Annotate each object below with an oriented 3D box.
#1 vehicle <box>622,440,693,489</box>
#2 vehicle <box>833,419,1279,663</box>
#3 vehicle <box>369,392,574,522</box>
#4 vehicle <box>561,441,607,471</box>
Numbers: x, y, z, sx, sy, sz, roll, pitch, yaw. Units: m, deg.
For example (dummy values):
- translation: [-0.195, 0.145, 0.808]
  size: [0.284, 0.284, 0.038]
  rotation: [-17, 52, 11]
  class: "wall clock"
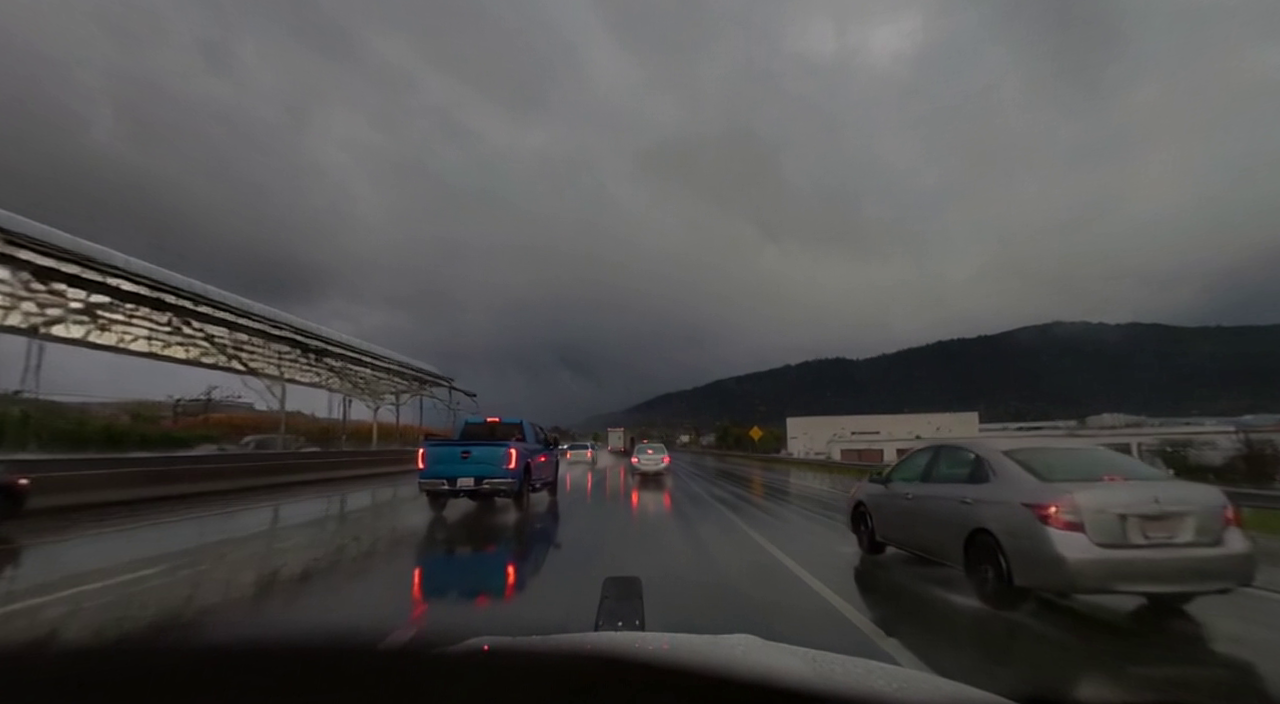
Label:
- translation: [0.507, 3.740, 21.293]
  size: [2.171, 1.493, 4.081]
  rotation: [0, -9, 0]
  class: "vehicle"
- translation: [3.747, 1.547, 6.407]
  size: [2.023, 1.510, 4.773]
  rotation: [0, -9, -1]
  class: "vehicle"
- translation: [-3.279, 2.332, 14.395]
  size: [2.733, 2.230, 6.820]
  rotation: [0, -9, 1]
  class: "vehicle"
- translation: [-3.167, 5.985, 36.490]
  size: [2.151, 1.613, 4.786]
  rotation: [0, -9, 1]
  class: "vehicle"
